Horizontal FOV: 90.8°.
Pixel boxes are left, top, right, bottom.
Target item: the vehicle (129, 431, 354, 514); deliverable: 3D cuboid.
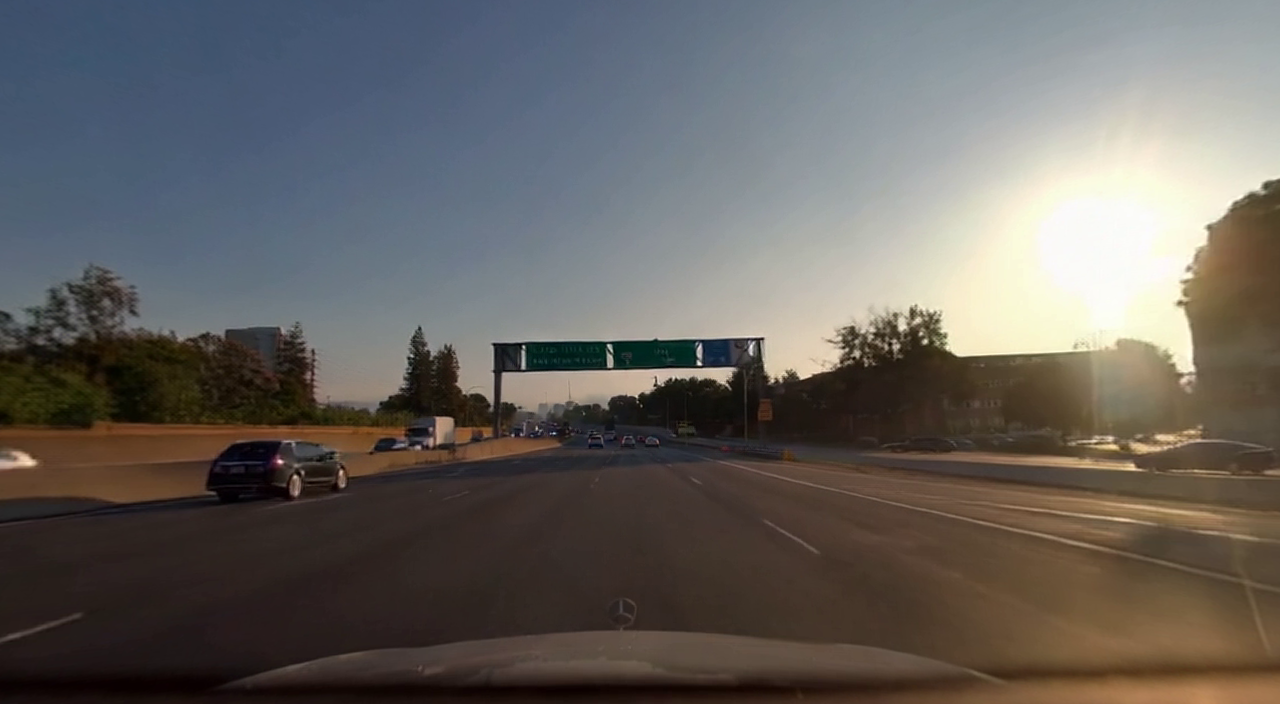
[{"bbox_3d":[-8.442,2.576,14.034,2.060,1.507,4.494,0,-8,0],"label":"vehicle"}]
